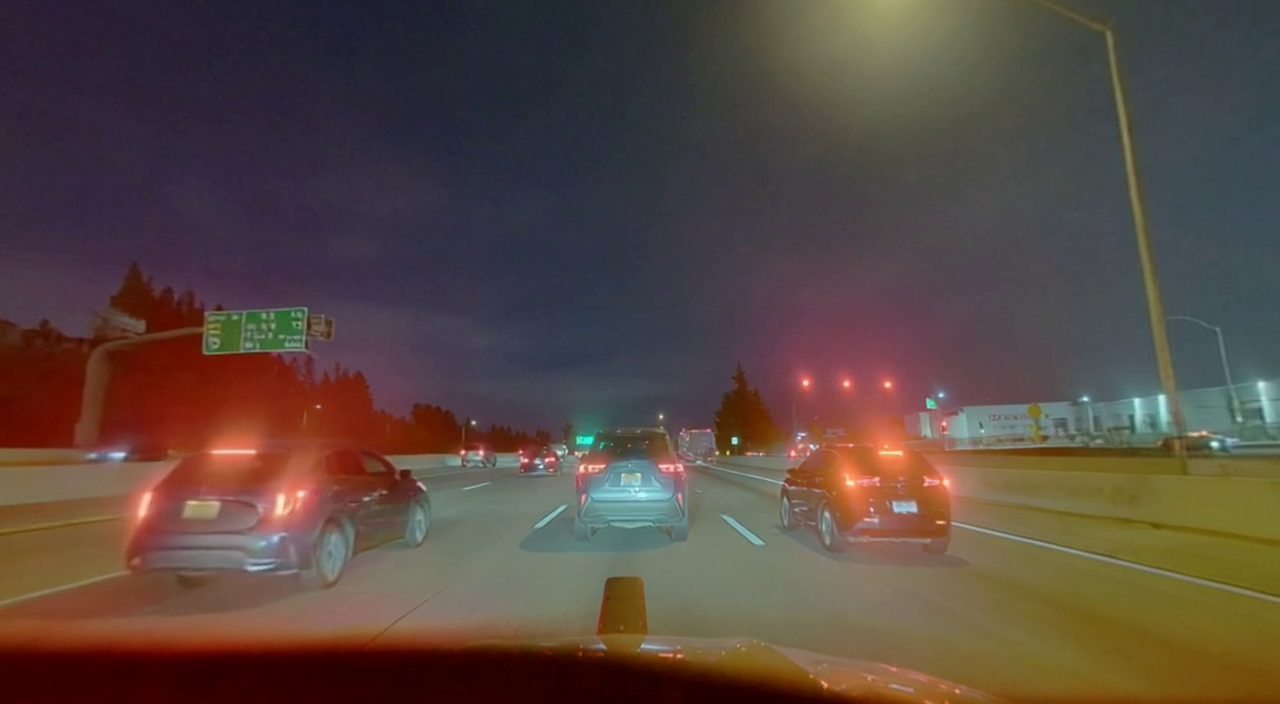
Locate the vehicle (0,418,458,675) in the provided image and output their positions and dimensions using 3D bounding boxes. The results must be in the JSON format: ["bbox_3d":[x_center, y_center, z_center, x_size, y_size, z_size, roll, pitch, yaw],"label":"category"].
[{"bbox_3d":[-3.471,1.463,5.944,2.132,1.464,4.481,0,-9,1],"label":"vehicle"}]

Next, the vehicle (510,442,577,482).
[{"bbox_3d":[-3.770,4.369,25.277,2.005,1.458,4.143,0,-9,0],"label":"vehicle"}]

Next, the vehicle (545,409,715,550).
[{"bbox_3d":[-0.142,1.919,10.077,2.152,1.779,3.924,0,-9,0],"label":"vehicle"}]

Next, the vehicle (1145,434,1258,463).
[{"bbox_3d":[31.842,5.513,35.940,1.805,1.536,4.325,3,-9,-18],"label":"vehicle"}]

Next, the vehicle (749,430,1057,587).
[{"bbox_3d":[2.916,1.838,8.330,2.018,1.470,4.491,0,-9,-2],"label":"vehicle"}]

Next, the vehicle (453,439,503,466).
[{"bbox_3d":[-10.912,6.827,42.840,2.129,1.720,4.547,0,-9,1],"label":"vehicle"}]
